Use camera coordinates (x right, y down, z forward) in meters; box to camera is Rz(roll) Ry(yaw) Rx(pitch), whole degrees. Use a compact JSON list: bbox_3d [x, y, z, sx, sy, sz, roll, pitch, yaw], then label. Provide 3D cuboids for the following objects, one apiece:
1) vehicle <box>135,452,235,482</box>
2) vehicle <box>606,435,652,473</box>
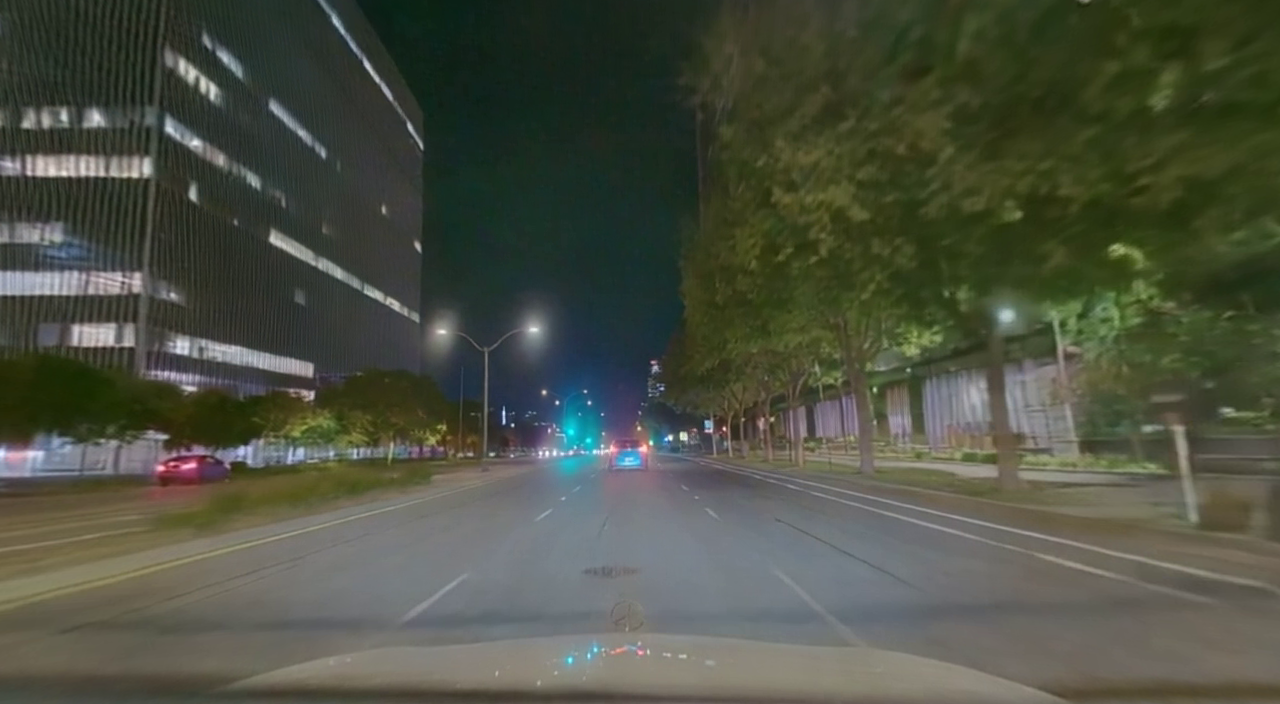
[{"bbox_3d":[-29.730,7.506,41.449,4.813,1.783,1.983,3,-9,-19],"label":"vehicle"},{"bbox_3d":[-0.597,5.438,33.870,2.313,1.860,4.319,0,-9,-1],"label":"vehicle"}]
